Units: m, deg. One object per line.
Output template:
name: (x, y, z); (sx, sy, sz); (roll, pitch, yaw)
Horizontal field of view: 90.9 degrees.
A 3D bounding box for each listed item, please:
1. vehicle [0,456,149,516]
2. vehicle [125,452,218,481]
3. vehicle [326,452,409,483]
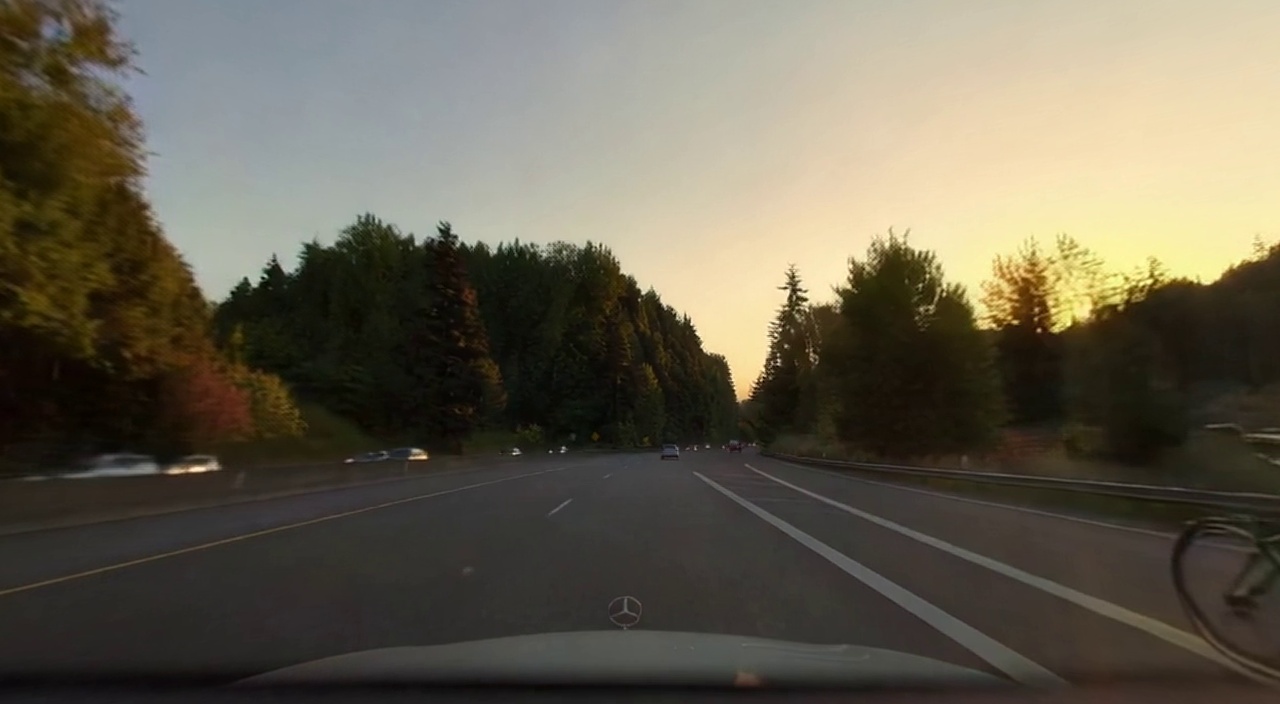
vehicle: (-17.394, 3.831, 18.569); (1.920, 1.477, 4.708); (0, -9, 2)
vehicle: (-26.131, 6.364, 35.353); (1.866, 1.524, 4.296); (0, -9, 0)
vehicle: (-13.472, 5.709, 31.420); (2.097, 1.445, 4.213); (0, -9, 2)
